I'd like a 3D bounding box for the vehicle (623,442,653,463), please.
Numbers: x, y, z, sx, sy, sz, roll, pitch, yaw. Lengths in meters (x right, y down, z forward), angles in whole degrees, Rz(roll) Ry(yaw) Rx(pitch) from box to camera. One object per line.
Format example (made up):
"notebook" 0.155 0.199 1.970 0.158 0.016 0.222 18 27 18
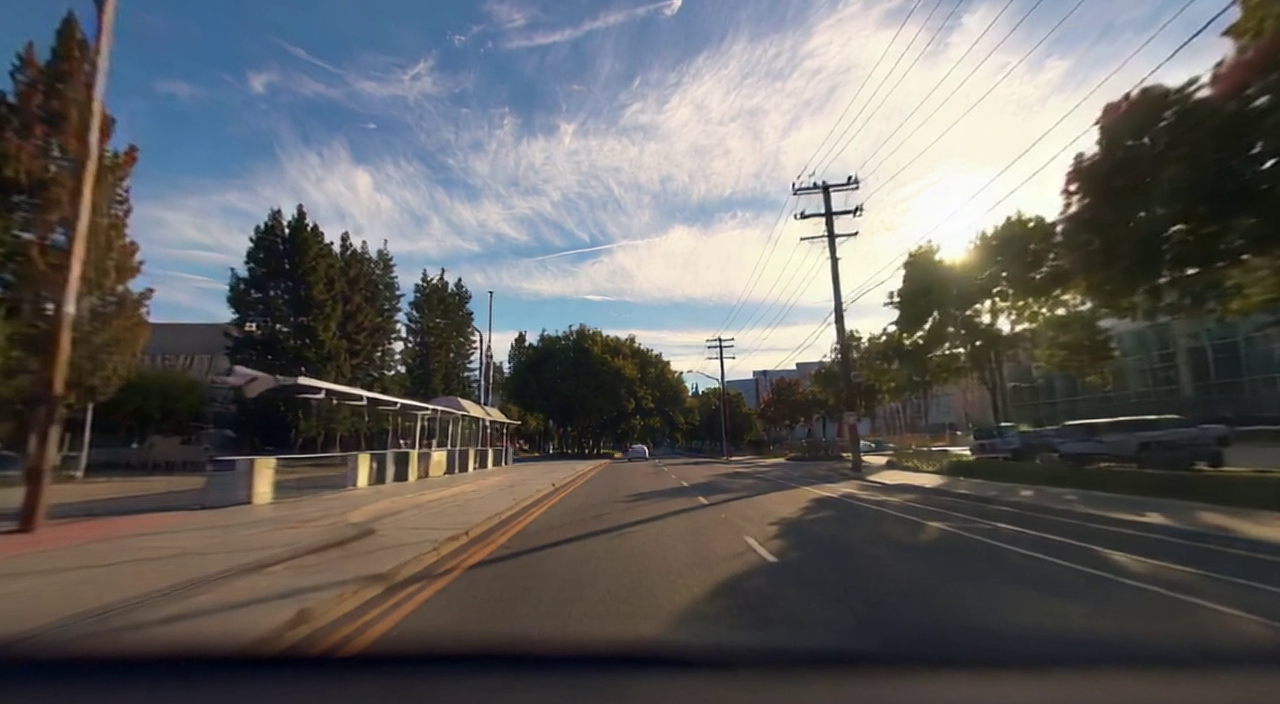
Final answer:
"vehicle" -0.192 7.519 47.459 2.109 1.501 4.042 0 -8 -1
